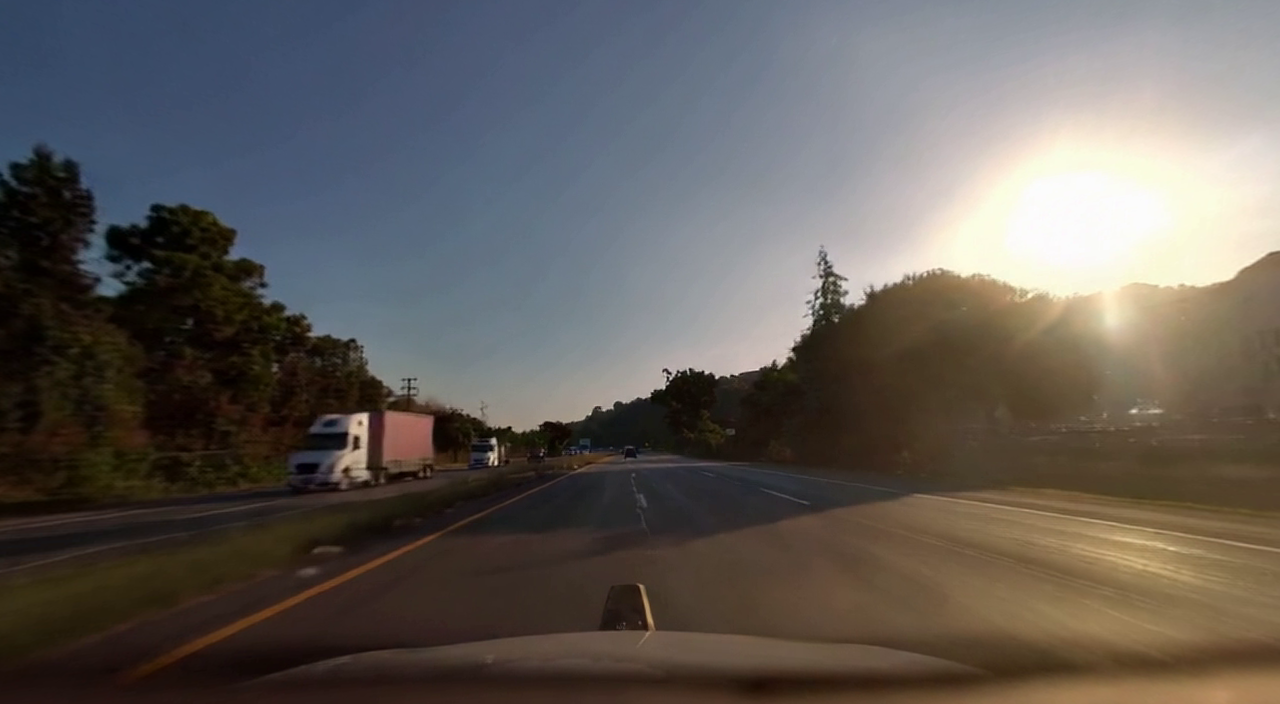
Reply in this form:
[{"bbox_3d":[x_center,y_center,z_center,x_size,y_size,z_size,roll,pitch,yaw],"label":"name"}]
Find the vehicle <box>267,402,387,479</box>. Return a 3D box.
[{"bbox_3d":[-16.563,4.830,34.071,3.058,3.716,6.984,0,-9,-2],"label":"vehicle"}]
